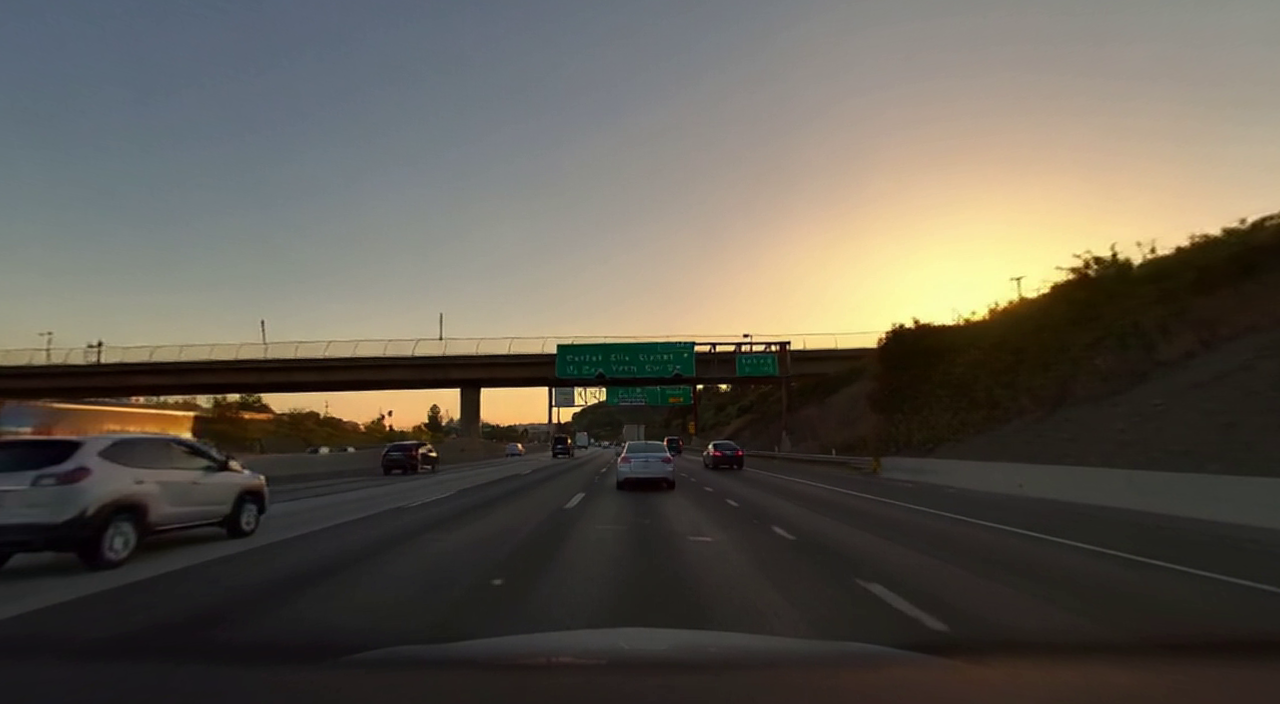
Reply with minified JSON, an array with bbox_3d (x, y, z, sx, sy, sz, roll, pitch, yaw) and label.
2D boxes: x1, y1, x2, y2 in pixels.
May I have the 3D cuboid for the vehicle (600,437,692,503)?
[{"bbox_3d":[0.086,2.951,16.234,2.042,1.446,4.269,0,-8,-1],"label":"vehicle"}]

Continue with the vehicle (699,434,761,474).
[{"bbox_3d":[4.106,4.752,29.548,2.100,1.707,4.342,0,-8,-2],"label":"vehicle"}]

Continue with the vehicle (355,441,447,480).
[{"bbox_3d":[-10.140,4.615,27.243,2.019,1.510,4.992,0,-8,0],"label":"vehicle"}]

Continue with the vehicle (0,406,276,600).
[{"bbox_3d":[-6.607,1.608,7.487,2.060,1.669,4.242,0,-8,-1],"label":"vehicle"}]
